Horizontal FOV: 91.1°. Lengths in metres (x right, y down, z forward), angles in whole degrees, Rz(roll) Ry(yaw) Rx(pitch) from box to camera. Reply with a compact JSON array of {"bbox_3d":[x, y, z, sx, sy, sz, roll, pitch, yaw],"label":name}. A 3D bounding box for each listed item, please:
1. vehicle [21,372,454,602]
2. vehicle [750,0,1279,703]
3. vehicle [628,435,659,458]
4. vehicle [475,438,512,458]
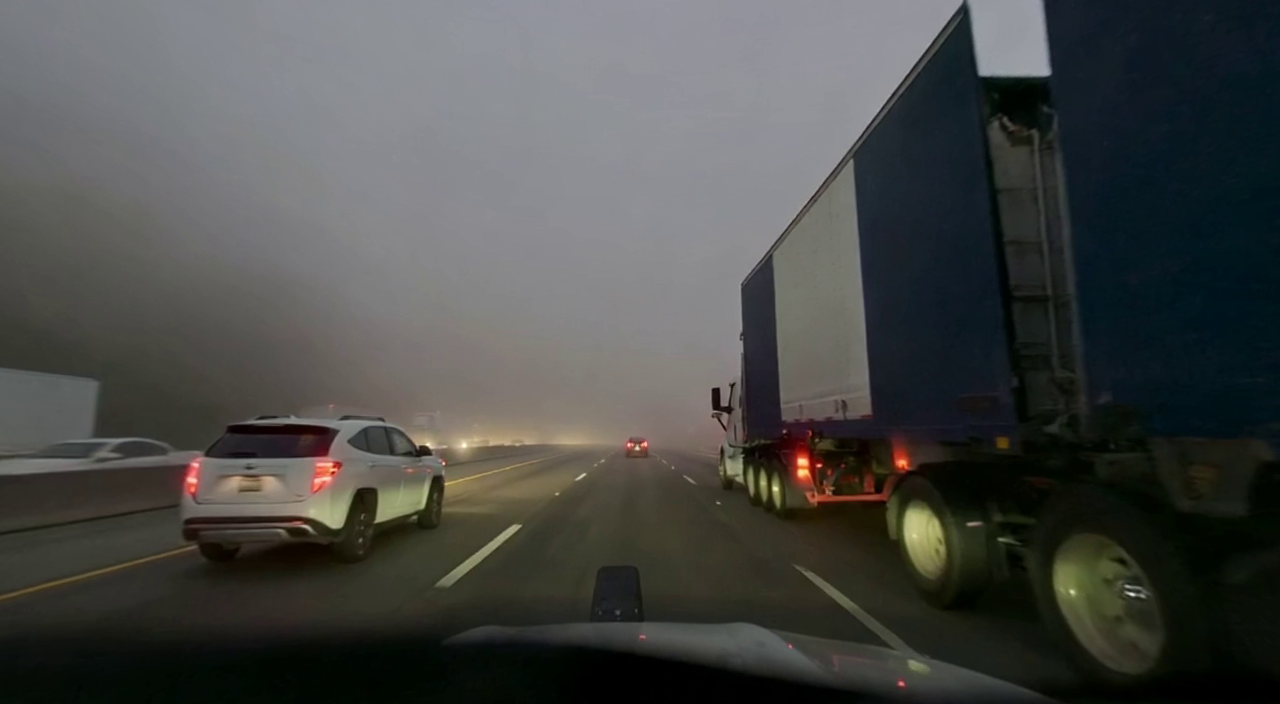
[{"bbox_3d":[-4.032,1.423,7.618,2.115,1.887,4.721,0,-8,0],"label":"vehicle"},{"bbox_3d":[3.594,-0.218,4.496,2.899,4.264,14.325,1,-8,-1],"label":"vehicle"},{"bbox_3d":[0.236,6.583,44.068,2.051,1.528,4.265,0,-8,0],"label":"vehicle"},{"bbox_3d":[-11.298,7.461,48.855,1.891,1.475,3.958,0,-8,1],"label":"vehicle"}]
